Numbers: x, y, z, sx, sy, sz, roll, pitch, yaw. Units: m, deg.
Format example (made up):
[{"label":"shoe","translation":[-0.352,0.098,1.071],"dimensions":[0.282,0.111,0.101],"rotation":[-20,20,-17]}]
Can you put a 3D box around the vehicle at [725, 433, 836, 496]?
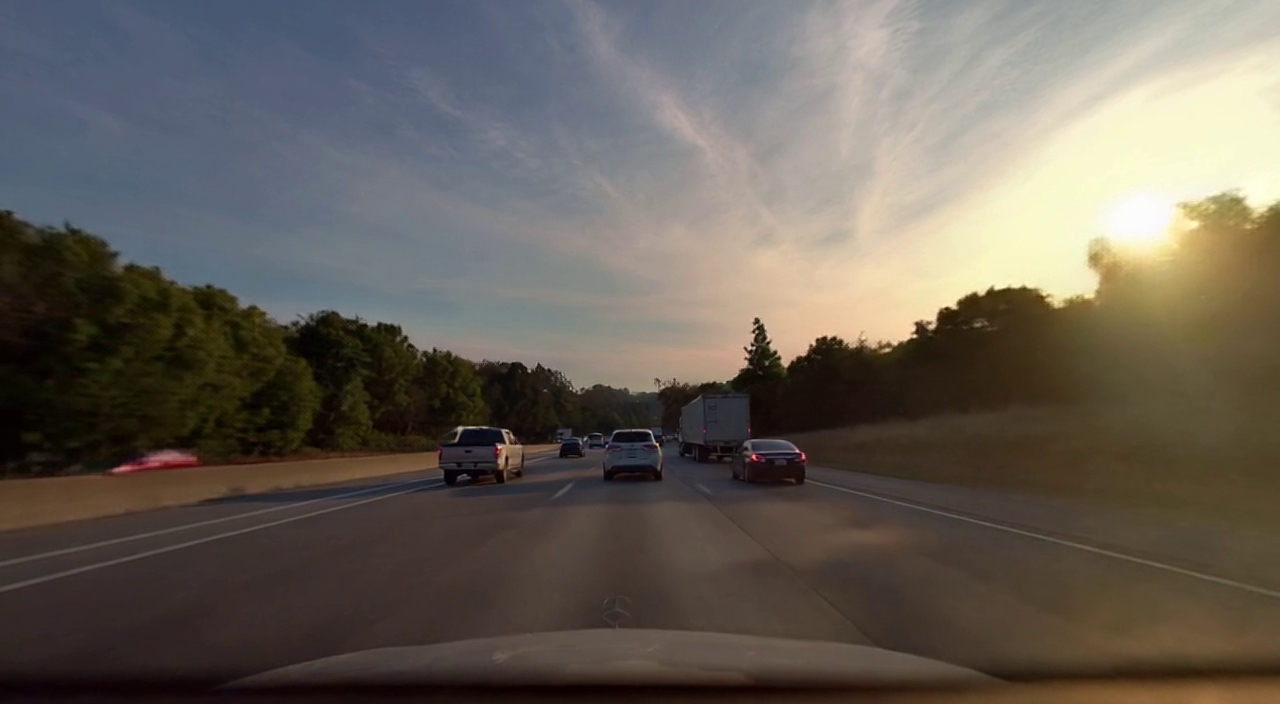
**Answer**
[{"label":"vehicle","translation":[3.634,2.960,17.061],"dimensions":[1.951,1.477,3.963],"rotation":[0,-8,-2]}]

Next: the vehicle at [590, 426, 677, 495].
[{"label":"vehicle","translation":[-0.203,2.879,17.102],"dimensions":[2.083,1.647,3.799],"rotation":[0,-8,-1]}]

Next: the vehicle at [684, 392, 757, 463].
[{"label":"vehicle","translation":[5.189,5.388,43.949],"dimensions":[2.888,4.135,14.071],"rotation":[0,-8,-2]}]

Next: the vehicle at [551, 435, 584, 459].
[{"label":"vehicle","translation":[-5.417,7.104,47.296],"dimensions":[1.971,1.648,3.983],"rotation":[0,-8,0]}]

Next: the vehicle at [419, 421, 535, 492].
[{"label":"vehicle","translation":[-4.541,2.972,18.389],"dimensions":[2.101,1.767,4.702],"rotation":[0,-8,0]}]
